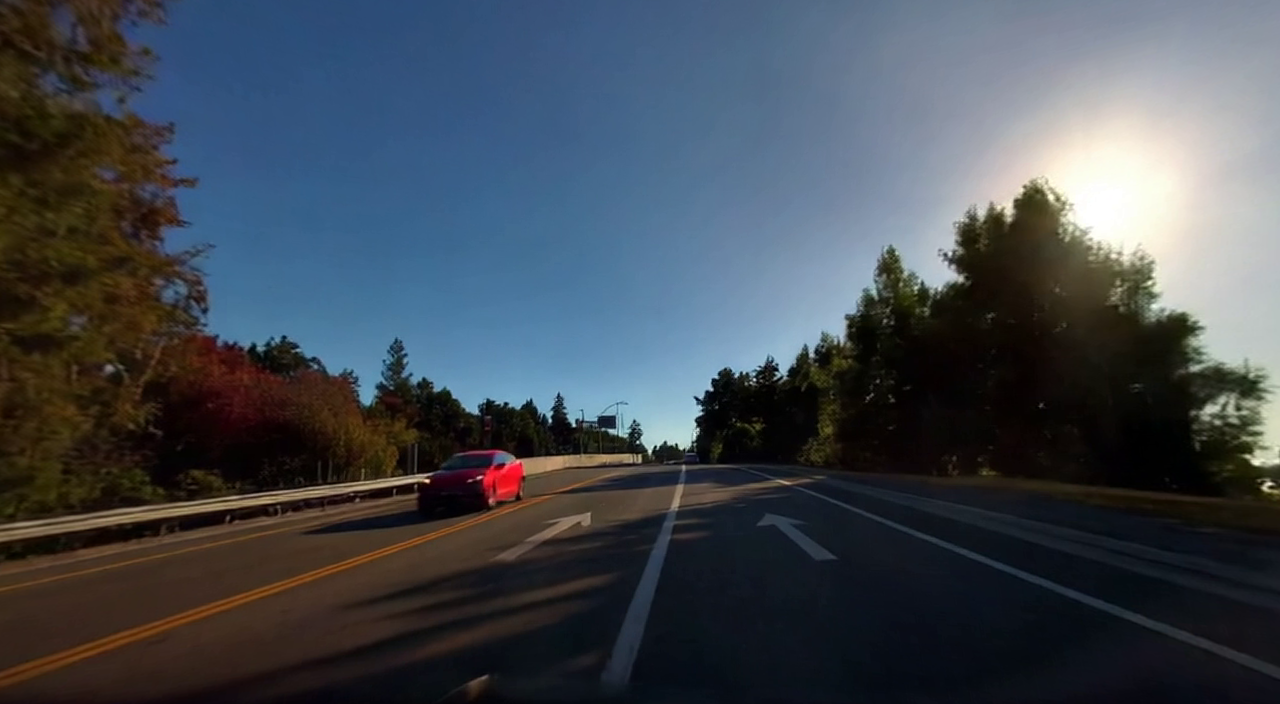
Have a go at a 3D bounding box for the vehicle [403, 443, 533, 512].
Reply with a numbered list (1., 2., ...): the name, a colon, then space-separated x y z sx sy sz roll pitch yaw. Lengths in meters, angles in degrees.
1. vehicle: -4.644 3.458 17.845 2.095 1.678 4.421 -1 -9 5
